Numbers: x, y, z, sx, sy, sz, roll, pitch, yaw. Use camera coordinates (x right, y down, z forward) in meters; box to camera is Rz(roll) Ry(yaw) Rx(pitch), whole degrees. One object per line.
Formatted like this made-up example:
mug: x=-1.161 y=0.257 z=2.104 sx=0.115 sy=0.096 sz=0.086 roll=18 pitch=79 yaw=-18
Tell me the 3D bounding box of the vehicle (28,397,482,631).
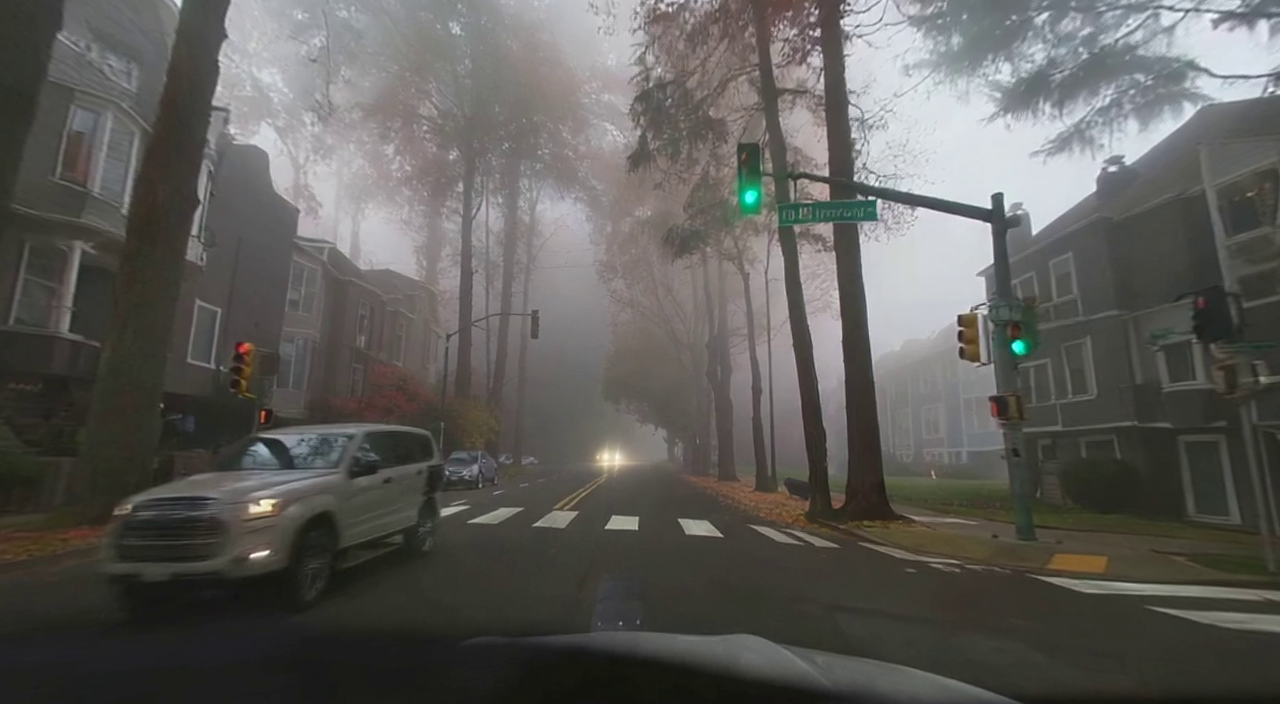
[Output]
vehicle: x=-3.356 y=1.508 z=6.895 sx=2.033 sy=1.662 sz=4.557 roll=0 pitch=-9 yaw=0
